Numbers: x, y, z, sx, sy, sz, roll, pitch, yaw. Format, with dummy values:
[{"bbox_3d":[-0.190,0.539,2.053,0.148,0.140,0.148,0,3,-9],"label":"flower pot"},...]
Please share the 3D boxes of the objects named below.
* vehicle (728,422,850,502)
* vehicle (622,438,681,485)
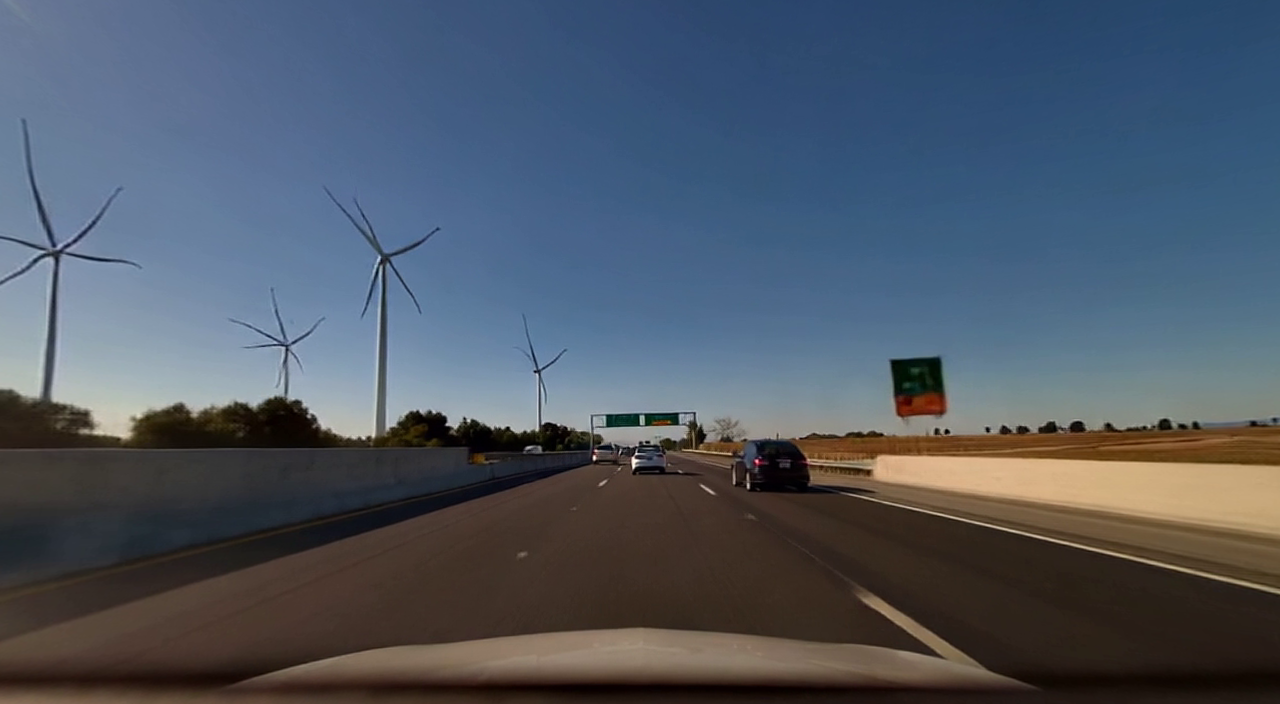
[{"bbox_3d":[3.873,2.988,17.435,2.104,1.861,4.956,0,-9,-1],"label":"vehicle"},{"bbox_3d":[0.401,4.138,24.039,2.083,1.653,3.787,0,-9,0],"label":"vehicle"}]
